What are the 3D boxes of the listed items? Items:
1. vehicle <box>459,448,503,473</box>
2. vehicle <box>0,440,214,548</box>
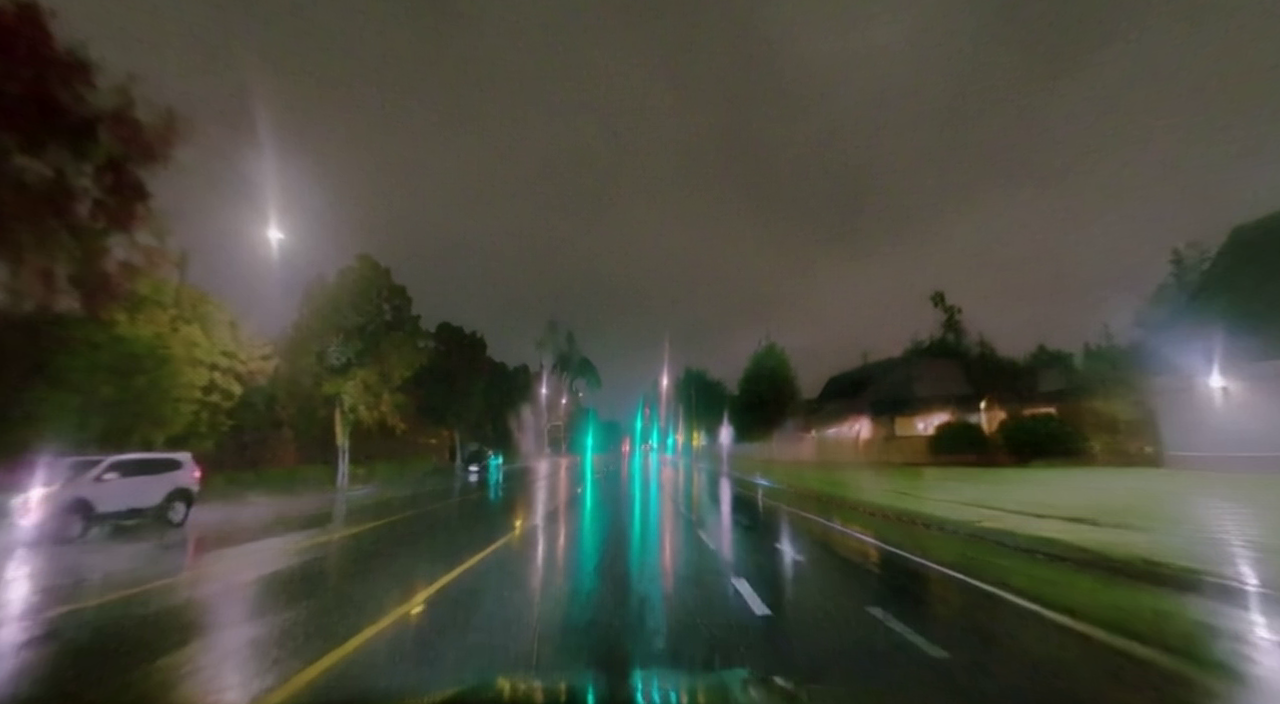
[{"bbox_3d":[-11.915,8.167,47.727,2.047,1.710,4.473,-3,-9,2],"label":"vehicle"},{"bbox_3d":[-11.741,2.912,13.407,2.062,1.821,4.880,-3,-10,-1],"label":"vehicle"}]
